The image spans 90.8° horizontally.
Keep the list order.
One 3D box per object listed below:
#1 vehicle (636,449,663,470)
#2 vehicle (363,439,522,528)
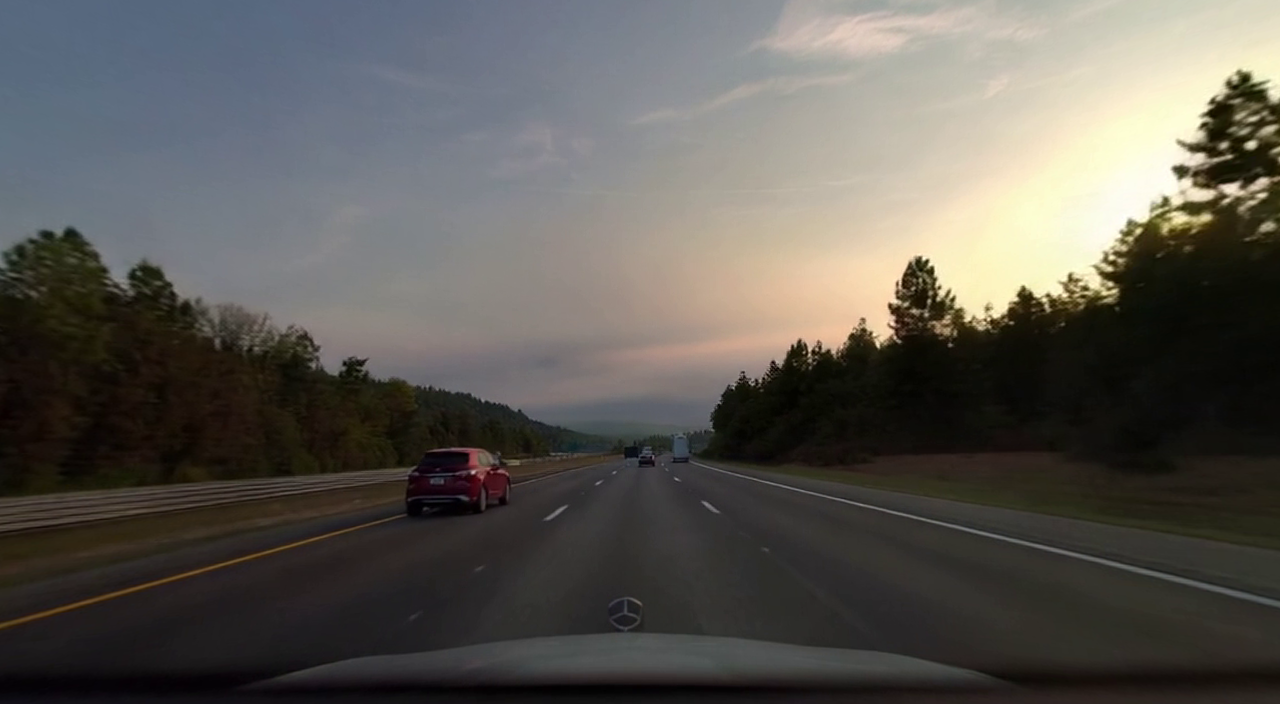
[{"bbox_3d":[0.760,8.412,49.615,2.006,1.586,3.915,0,-9,1],"label":"vehicle"},{"bbox_3d":[-3.802,2.594,12.941,1.927,1.530,3.874,0,-9,1],"label":"vehicle"}]
